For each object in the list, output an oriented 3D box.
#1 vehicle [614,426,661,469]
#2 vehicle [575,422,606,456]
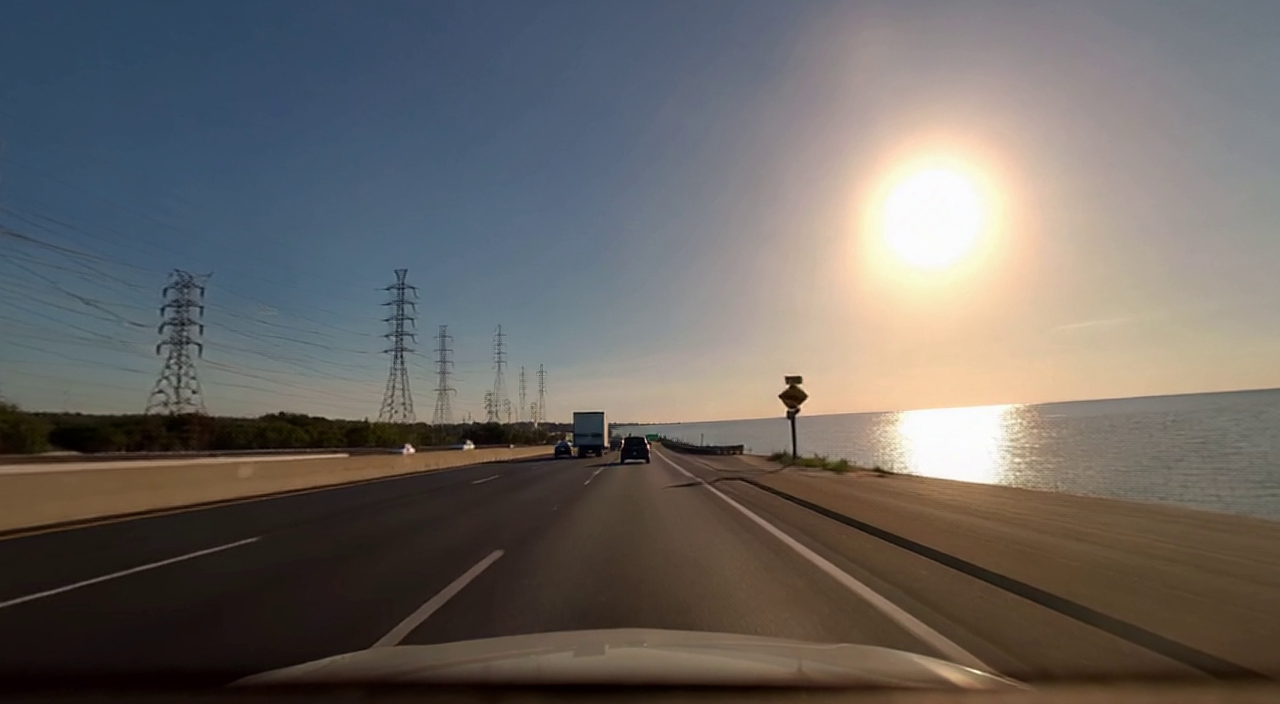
[{"bbox_3d":[-0.116,5.136,33.953,2.358,2.144,4.713,0,-8,0],"label":"vehicle"},{"bbox_3d":[-3.741,6.682,48.236,2.178,2.522,2.054,0,-8,1],"label":"vehicle"}]
